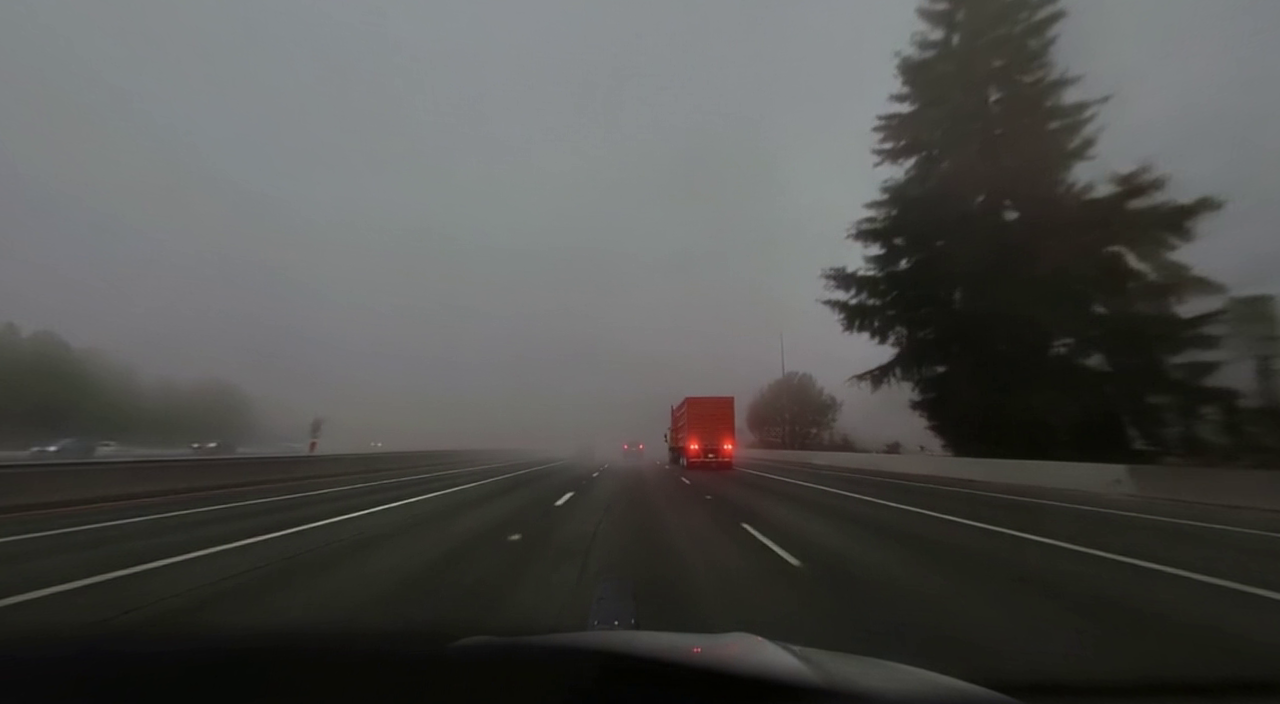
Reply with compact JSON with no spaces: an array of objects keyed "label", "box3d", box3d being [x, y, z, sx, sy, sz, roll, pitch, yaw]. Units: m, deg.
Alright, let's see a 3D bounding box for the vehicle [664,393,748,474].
[{"label":"vehicle","box3d":[3.147,4.464,33.754,2.966,3.586,10.563,0,-9,-2]}]
